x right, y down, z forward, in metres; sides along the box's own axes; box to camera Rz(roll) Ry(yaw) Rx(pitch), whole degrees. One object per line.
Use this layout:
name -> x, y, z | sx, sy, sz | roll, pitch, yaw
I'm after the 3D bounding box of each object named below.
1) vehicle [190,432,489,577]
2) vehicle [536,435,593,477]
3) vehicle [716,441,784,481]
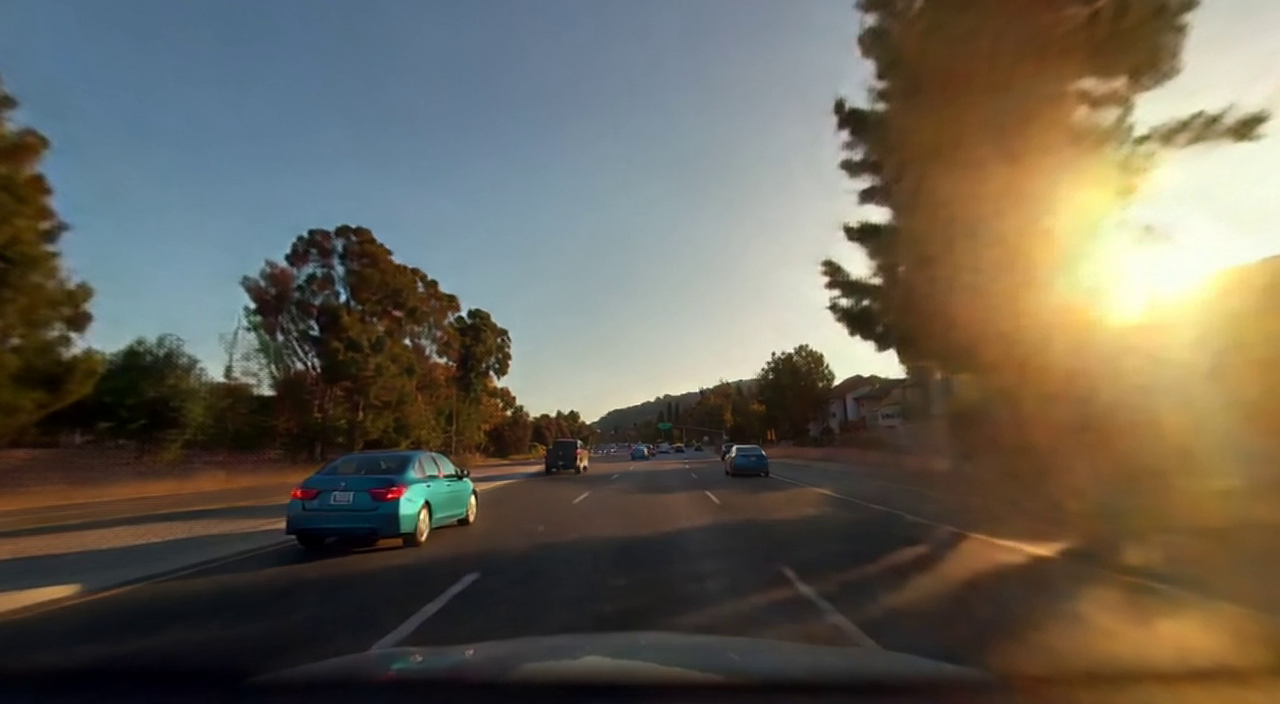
vehicle -> -3.654, 1.914, 8.814 | 1.948, 1.475, 4.461 | 0, -8, 0
vehicle -> -3.555, 4.989, 30.506 | 2.122, 1.847, 4.696 | 0, -8, 0
vehicle -> 4.407, 4.460, 26.046 | 2.100, 1.472, 4.533 | 0, -8, 1
